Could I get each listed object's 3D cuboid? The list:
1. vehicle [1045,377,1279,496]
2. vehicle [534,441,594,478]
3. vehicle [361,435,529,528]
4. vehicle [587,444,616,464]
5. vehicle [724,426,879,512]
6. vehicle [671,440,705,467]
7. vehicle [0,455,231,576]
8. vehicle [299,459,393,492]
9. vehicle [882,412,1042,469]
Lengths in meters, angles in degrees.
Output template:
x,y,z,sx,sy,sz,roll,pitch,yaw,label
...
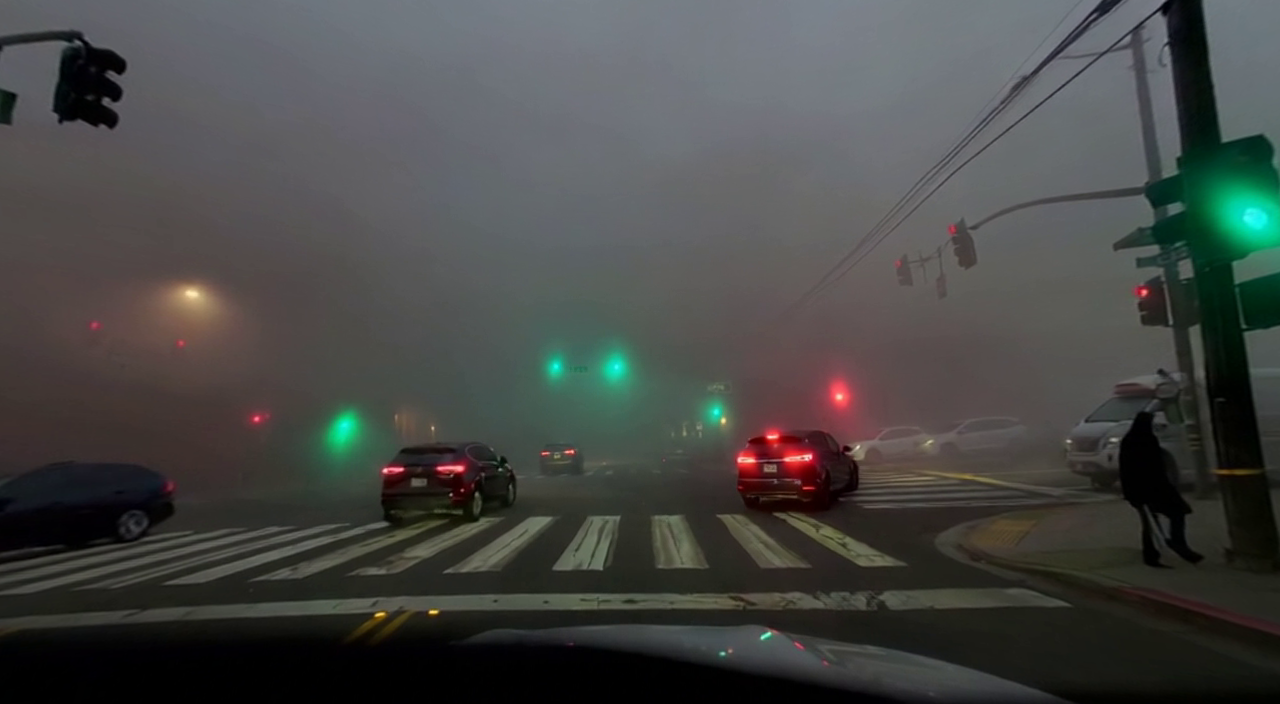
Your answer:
x,y,z,sx,sy,sz,roll,pitch,yaw,label
11.928,1.745,12.969,5.523,2.219,2.251,0,-8,1,vehicle
-3.257,4.686,27.879,1.916,1.487,4.535,0,-8,2,vehicle
-3.488,2.371,12.105,1.973,1.496,3.713,0,-8,1,vehicle
-2.983,7.986,49.553,1.888,1.489,3.863,0,-8,1,vehicle
3.627,2.405,13.488,2.153,1.480,4.540,-4,-9,28,vehicle
3.242,7.014,43.618,1.924,1.765,3.954,0,-8,-2,vehicle
-9.191,2.470,10.326,1.922,1.457,4.494,0,-8,0,vehicle
-15.320,6.423,33.184,1.999,1.466,4.535,-2,-9,14,vehicle
12.633,3.505,25.015,5.004,1.771,2.159,-4,-8,1,vehicle
